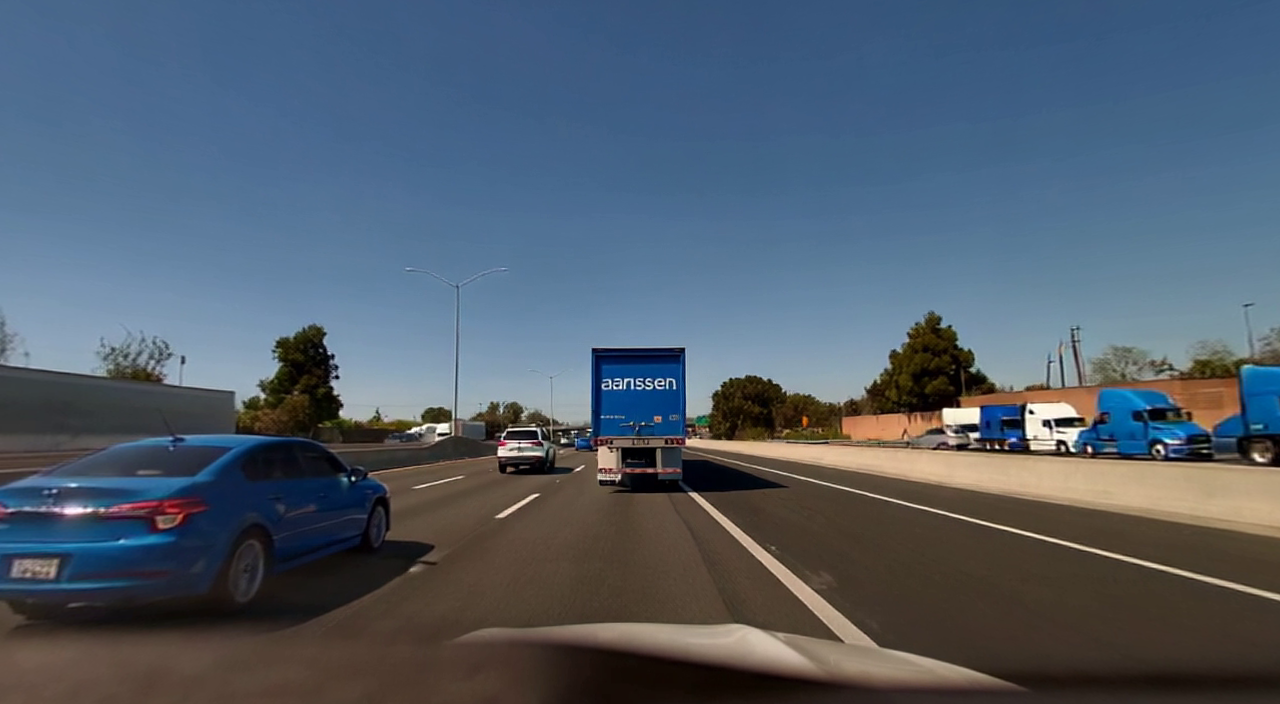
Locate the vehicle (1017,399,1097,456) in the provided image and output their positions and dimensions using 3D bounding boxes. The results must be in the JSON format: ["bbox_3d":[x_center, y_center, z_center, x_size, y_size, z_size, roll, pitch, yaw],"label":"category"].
[{"bbox_3d":[19.606,3.585,29.697,1.658,2.523,2.851,0,-8,-1],"label":"vehicle"}]

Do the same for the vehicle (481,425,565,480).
[{"bbox_3d":[-3.713,3.249,20.691,1.946,1.599,4.073,0,-8,0],"label":"vehicle"}]

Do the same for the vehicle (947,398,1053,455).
[{"bbox_3d":[18.952,3.993,33.473,2.432,2.753,5.388,0,-8,1],"label":"vehicle"}]

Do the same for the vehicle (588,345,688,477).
[{"bbox_3d":[-0.105,2.603,25.686,3.171,4.204,11.036,0,-8,0],"label":"vehicle"}]

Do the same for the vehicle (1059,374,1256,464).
[{"bbox_3d":[19.368,2.639,24.091,2.443,3.006,5.844,0,-8,0],"label":"vehicle"}]

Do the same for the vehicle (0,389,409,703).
[{"bbox_3d":[-3.713,1.223,5.152,1.964,1.507,4.361,0,-8,0],"label":"vehicle"}]
